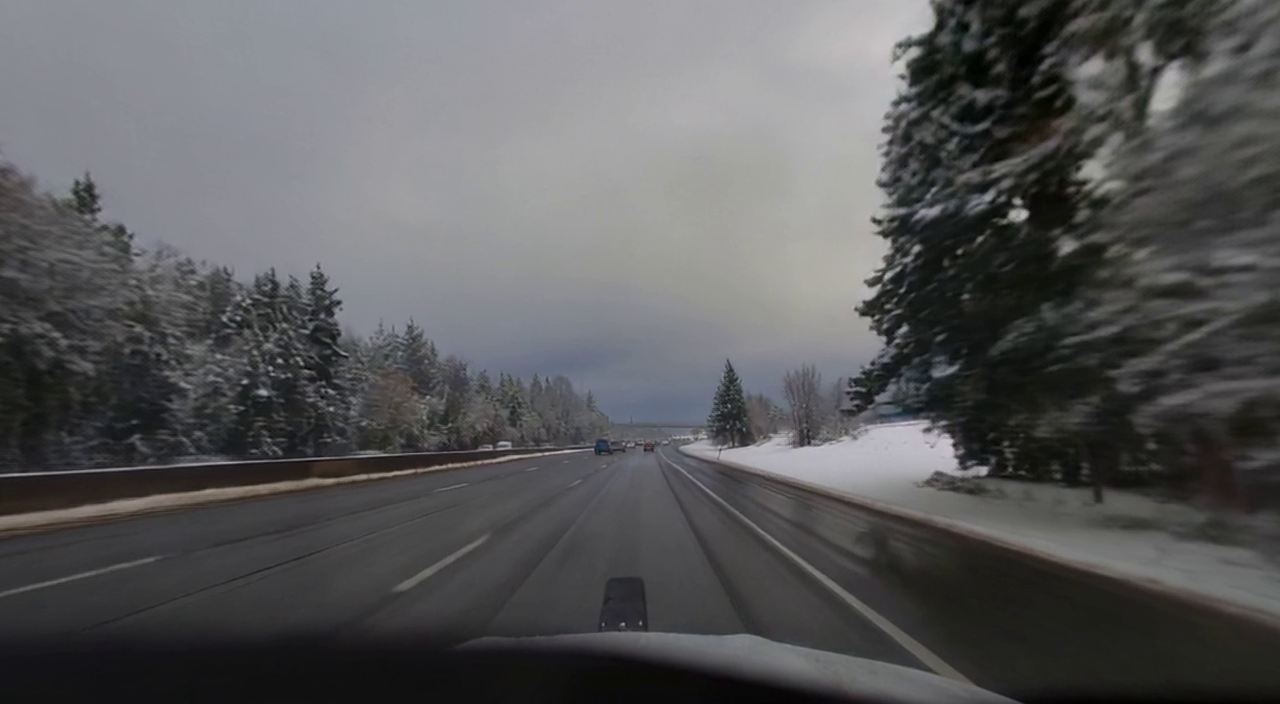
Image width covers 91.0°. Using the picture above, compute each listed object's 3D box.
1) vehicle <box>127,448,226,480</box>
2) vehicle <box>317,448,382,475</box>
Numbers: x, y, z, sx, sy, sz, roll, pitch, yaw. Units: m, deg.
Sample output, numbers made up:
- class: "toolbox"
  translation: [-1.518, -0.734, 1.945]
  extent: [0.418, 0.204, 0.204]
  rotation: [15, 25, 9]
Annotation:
- class: "vehicle"
  translation: [-23.683, 5.700, 32.386]
  extent: [1.899, 1.468, 4.131]
  rotation: [0, -8, 1]
- class: "vehicle"
  translation: [-15.967, 6.008, 34.806]
  extent: [1.760, 1.376, 3.808]
  rotation: [0, -8, 1]
